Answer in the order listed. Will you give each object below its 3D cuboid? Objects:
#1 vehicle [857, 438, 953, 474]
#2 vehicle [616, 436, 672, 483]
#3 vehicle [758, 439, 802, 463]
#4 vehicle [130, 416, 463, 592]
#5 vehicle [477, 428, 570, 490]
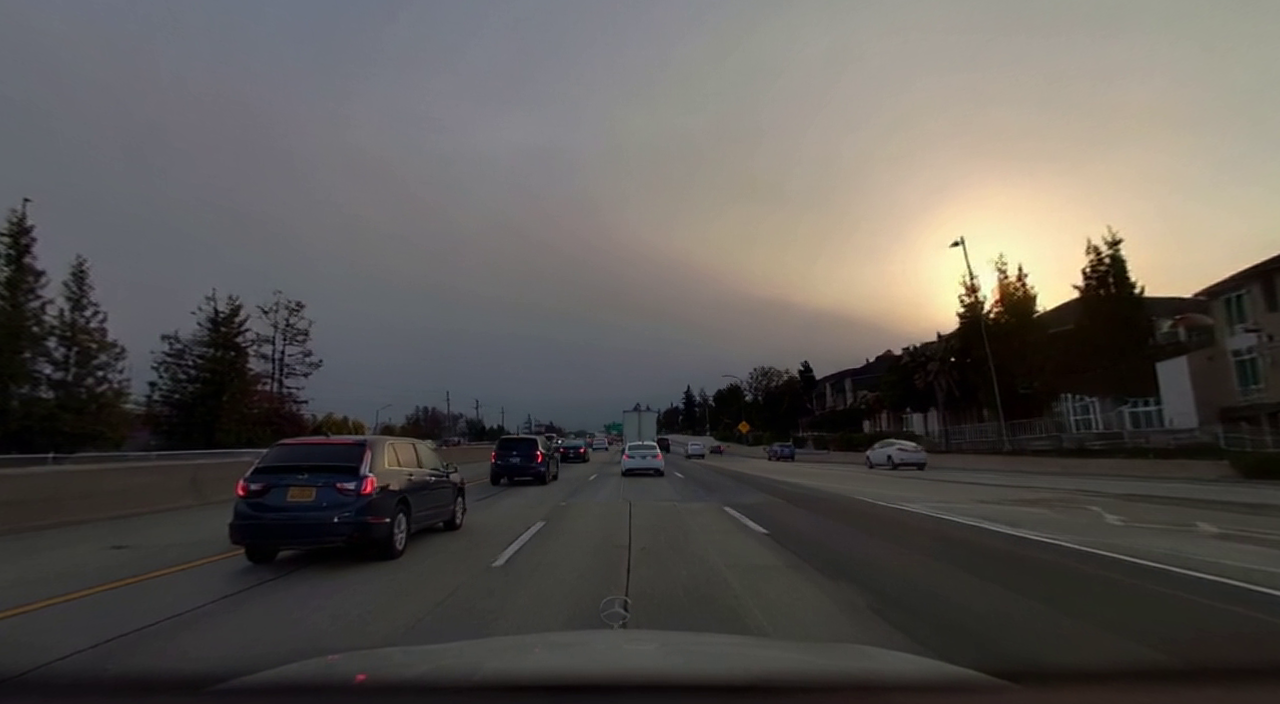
[{"bbox_3d":[11.773,4.668,28.477,1.905,1.490,4.826,1,-9,-5],"label":"vehicle"},{"bbox_3d":[0.130,4.304,25.473,2.063,1.703,4.203,0,-9,-1],"label":"vehicle"},{"bbox_3d":[10.545,7.499,47.836,2.048,1.674,4.106,1,-9,-5],"label":"vehicle"},{"bbox_3d":[-3.872,1.772,8.145,1.988,1.668,4.021,0,-9,0],"label":"vehicle"},{"bbox_3d":[-4.033,3.847,22.998,2.301,1.944,5.482,0,-9,1],"label":"vehicle"}]
